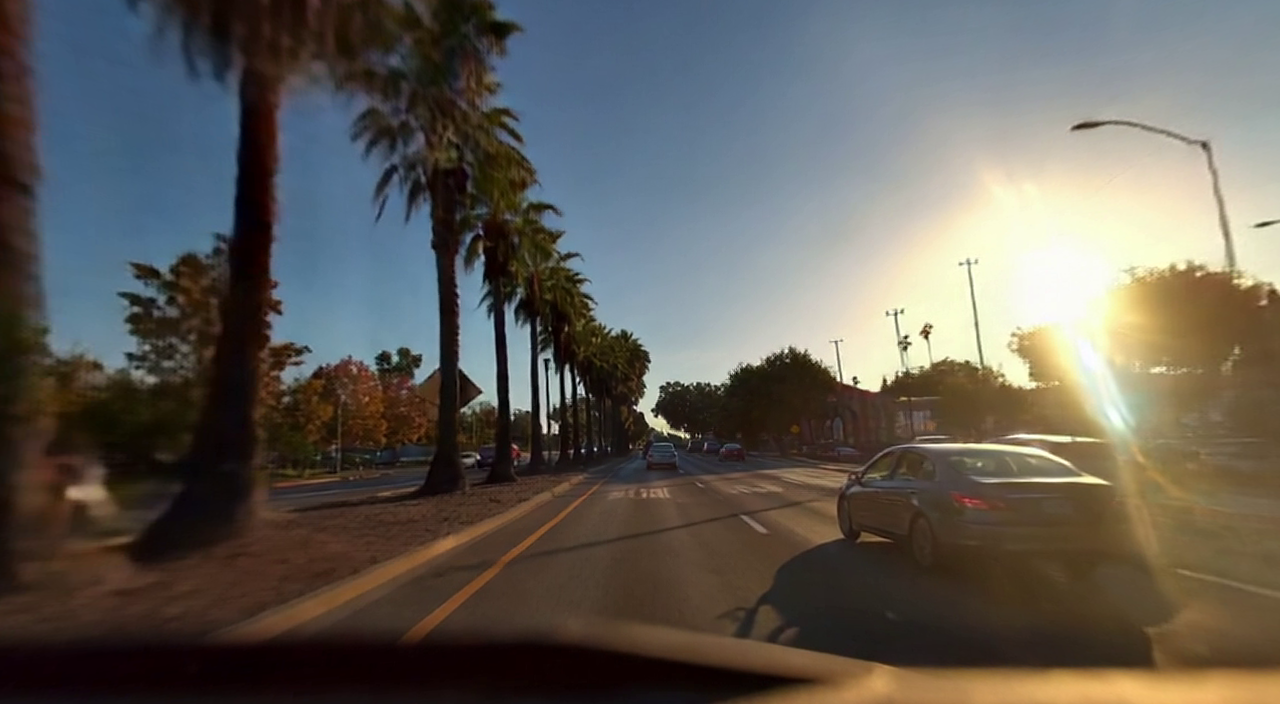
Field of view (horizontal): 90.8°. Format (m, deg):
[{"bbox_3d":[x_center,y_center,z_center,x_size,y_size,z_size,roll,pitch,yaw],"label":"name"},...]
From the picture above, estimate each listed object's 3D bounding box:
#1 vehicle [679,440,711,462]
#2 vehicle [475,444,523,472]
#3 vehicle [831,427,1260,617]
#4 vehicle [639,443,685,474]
[{"bbox_3d":[4.266,7.730,49.439,2.042,1.632,4.384,0,-8,-1],"label":"vehicle"},{"bbox_3d":[-10.052,7.592,45.497,2.238,1.766,4.710,-2,-9,2],"label":"vehicle"},{"bbox_3d":[3.851,1.656,7.208,1.875,1.452,4.453,0,-8,-1],"label":"vehicle"},{"bbox_3d":[1.040,5.395,32.340,2.031,1.444,4.361,0,-8,-2],"label":"vehicle"}]
